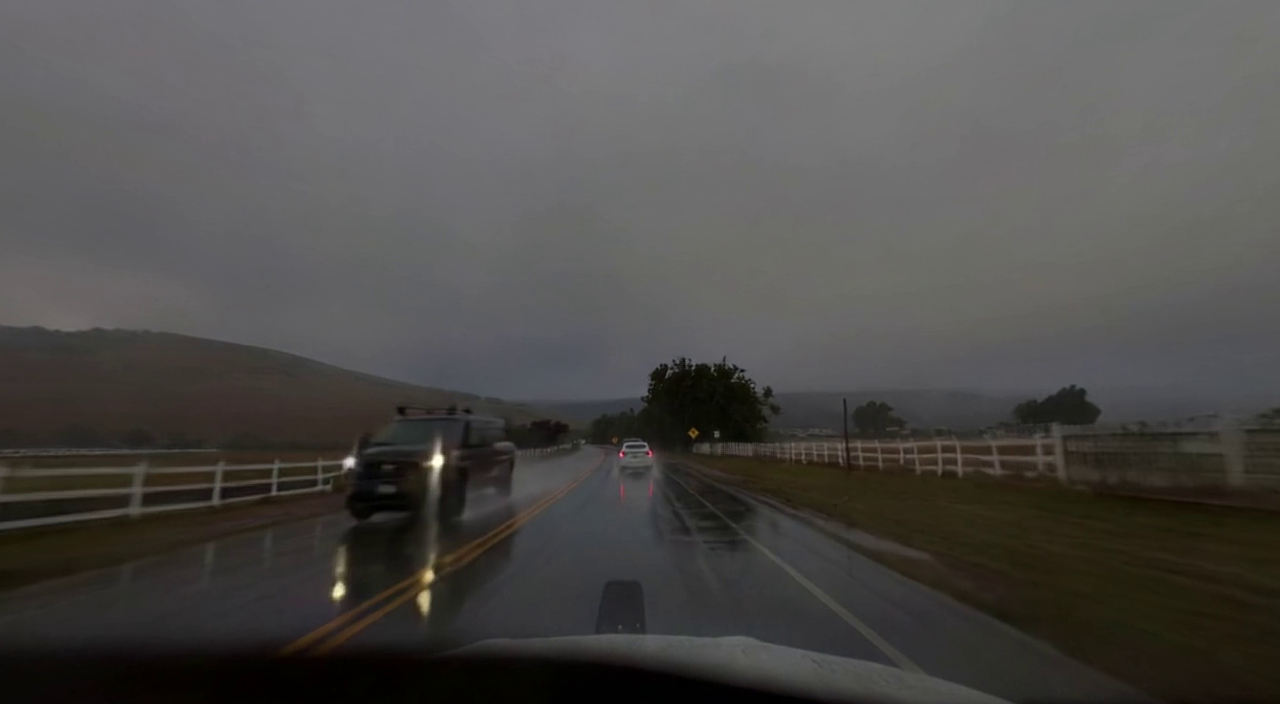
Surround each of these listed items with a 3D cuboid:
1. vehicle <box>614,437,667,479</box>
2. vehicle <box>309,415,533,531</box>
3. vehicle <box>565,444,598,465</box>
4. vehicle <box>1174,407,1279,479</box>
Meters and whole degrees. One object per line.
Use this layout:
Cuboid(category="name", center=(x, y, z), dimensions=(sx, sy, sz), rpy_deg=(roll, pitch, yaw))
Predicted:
Cuboid(category="vehicle", center=(-0.019, 4.612, 27.709), dimensions=(2.158, 1.669, 4.006), rpy_deg=(0, -9, -1))
Cuboid(category="vehicle", center=(-4.641, 2.751, 15.209), dimensions=(2.906, 2.116, 6.952), rpy_deg=(0, -9, 0))
Cuboid(category="vehicle", center=(-4.409, 7.770, 48.091), dimensions=(2.092, 1.490, 4.422), rpy_deg=(0, -9, 0))
Cuboid(category="vehicle", center=(17.096, 2.509, 17.508), dimensions=(4.668, 1.739, 1.943), rpy_deg=(5, -9, -30))
